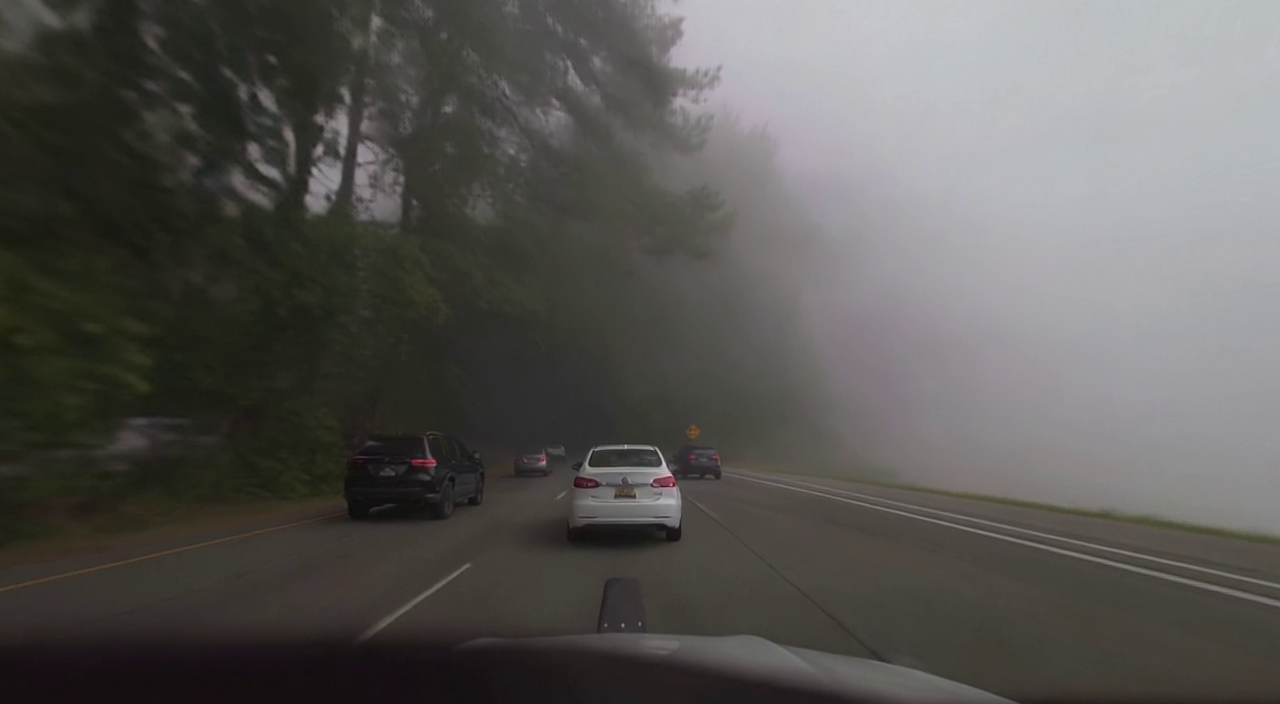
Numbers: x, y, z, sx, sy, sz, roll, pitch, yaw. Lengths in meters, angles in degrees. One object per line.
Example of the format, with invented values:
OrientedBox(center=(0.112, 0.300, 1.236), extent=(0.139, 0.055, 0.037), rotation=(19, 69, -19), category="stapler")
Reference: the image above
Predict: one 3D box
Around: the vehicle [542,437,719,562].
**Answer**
OrientedBox(center=(-0.190, 2.105, 9.744), extent=(2.120, 1.478, 4.179), rotation=(0, -9, -2), category="vehicle")

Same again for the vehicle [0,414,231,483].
OrientedBox(center=(-12.764, 2.427, 15.799), extent=(2.076, 1.461, 4.477), rotation=(0, -9, -2), category="vehicle")

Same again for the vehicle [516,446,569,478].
OrientedBox(center=(-4.824, 5.493, 31.601), extent=(2.122, 1.491, 3.800), rotation=(0, -9, -1), category="vehicle")

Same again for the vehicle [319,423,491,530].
OrientedBox(center=(-4.282, 2.332, 12.277), extent=(1.830, 1.703, 4.142), rotation=(0, -9, -2), category="vehicle")
